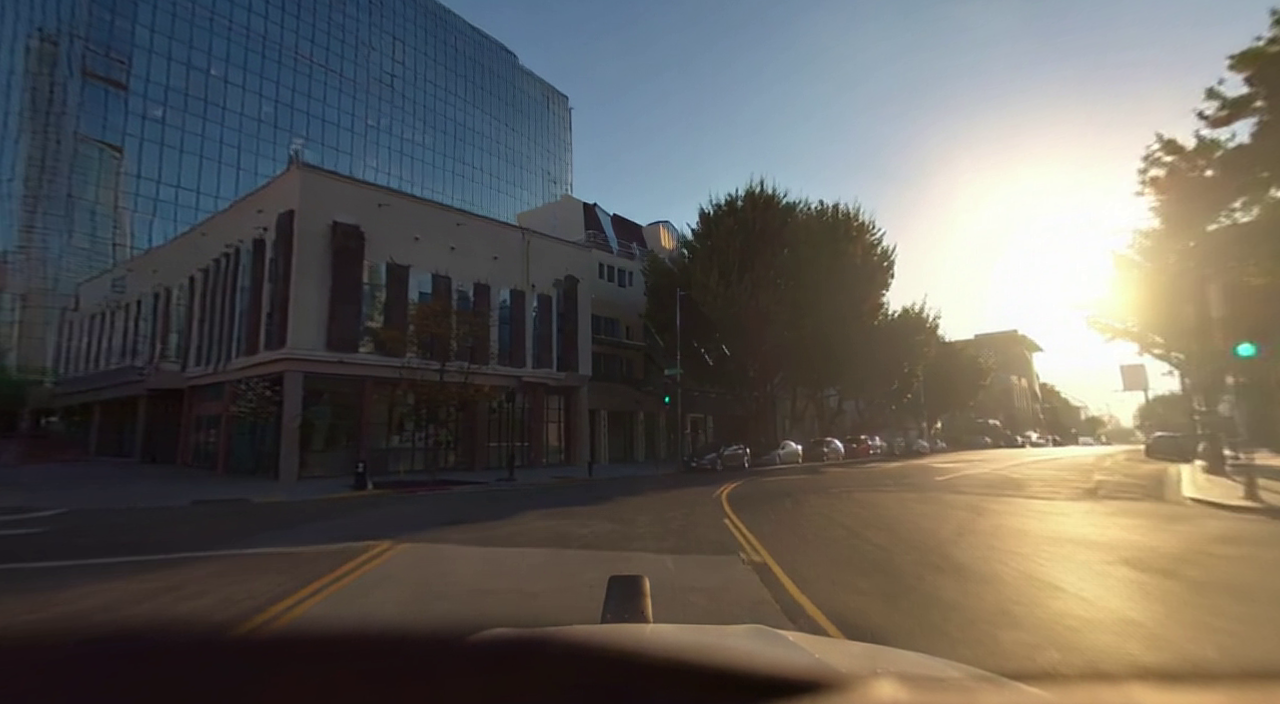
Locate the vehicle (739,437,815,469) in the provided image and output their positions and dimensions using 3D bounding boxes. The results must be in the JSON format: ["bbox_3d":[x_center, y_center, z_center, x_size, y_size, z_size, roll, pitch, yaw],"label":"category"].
[{"bbox_3d":[7.885,5.703,35.988,2.179,1.658,4.765,-7,-10,40],"label":"vehicle"}]

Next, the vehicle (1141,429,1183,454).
[{"bbox_3d":[38.807,6.642,46.809,2.189,1.753,4.376,-7,-10,40],"label":"vehicle"}]

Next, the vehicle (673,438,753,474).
[{"bbox_3d":[3.711,5.185,31.730,1.922,1.628,4.291,-7,-10,39],"label":"vehicle"}]

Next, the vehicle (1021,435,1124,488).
[{"bbox_3d":[13.844,3.464,20.470,2.148,1.488,4.508,-4,-9,27],"label":"vehicle"}]

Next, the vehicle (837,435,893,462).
[{"bbox_3d":[13.366,5.680,37.295,1.852,1.465,4.092,-6,-10,38],"label":"vehicle"}]
